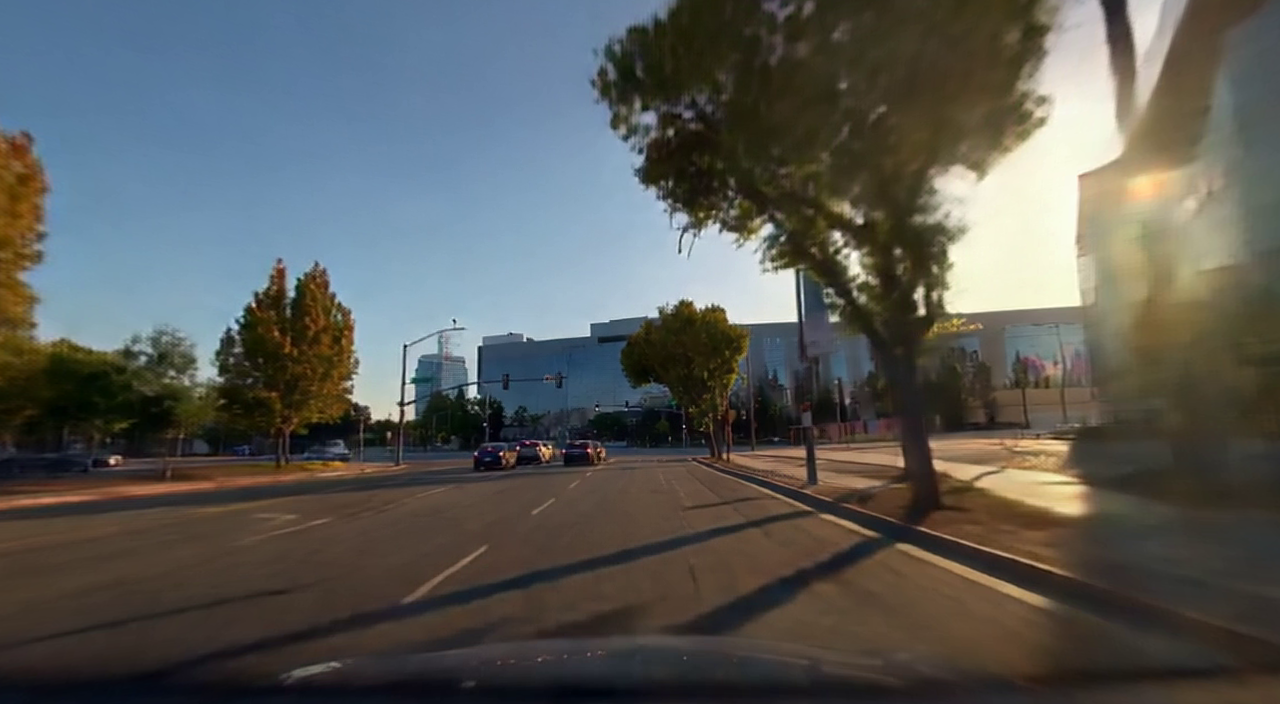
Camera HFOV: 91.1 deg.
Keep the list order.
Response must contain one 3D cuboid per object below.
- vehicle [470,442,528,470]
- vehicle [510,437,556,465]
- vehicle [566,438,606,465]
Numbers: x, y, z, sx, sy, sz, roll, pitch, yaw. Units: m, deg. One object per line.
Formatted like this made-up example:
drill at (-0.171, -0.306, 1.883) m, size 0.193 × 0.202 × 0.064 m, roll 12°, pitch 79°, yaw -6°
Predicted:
vehicle at (-7.713, 5.732, 34.798) m, size 2.030 × 1.440 × 4.464 m, roll 0°, pitch -9°, yaw 2°
vehicle at (-7.224, 6.778, 43.018) m, size 2.152 × 1.813 × 4.751 m, roll 0°, pitch -9°, yaw 2°
vehicle at (-3.403, 6.353, 40.164) m, size 2.043 × 1.636 × 4.320 m, roll 0°, pitch -9°, yaw 2°
